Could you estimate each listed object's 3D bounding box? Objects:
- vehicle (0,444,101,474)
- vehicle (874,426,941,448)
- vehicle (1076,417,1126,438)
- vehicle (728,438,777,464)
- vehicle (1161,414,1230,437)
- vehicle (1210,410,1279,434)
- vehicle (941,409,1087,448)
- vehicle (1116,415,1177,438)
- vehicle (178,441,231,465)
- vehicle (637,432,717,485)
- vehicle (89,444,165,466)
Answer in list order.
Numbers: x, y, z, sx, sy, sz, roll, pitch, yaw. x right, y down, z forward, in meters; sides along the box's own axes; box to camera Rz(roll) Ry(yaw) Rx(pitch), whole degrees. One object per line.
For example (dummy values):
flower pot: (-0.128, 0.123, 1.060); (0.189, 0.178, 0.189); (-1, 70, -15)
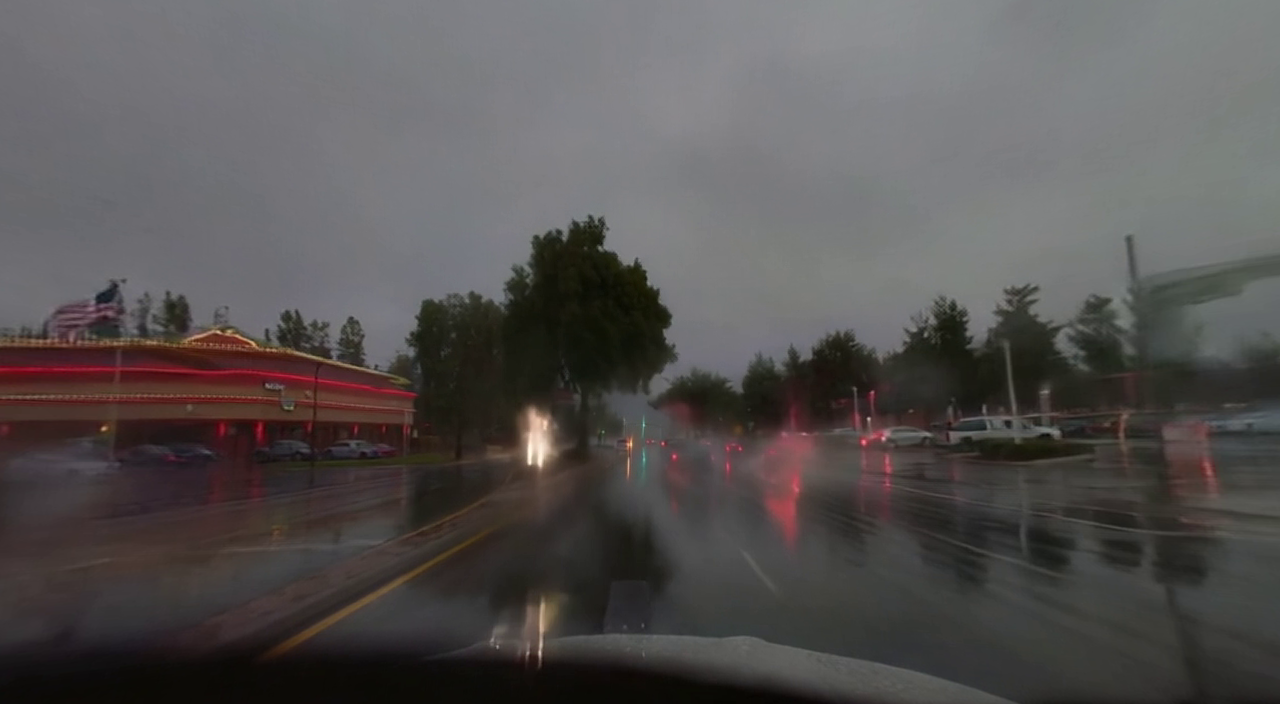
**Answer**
vehicle: (-33.623, 6.025, 35.653); (4.214, 1.609, 2.092); (0, -8, -2)
vehicle: (19.798, 6.307, 46.801); (4.059, 1.563, 1.995); (1, -8, -2)
vehicle: (33.164, 5.475, 45.420); (1.798, 1.409, 3.938); (-3, -9, 20)
vehicle: (6.761, 5.979, 38.324); (2.016, 1.479, 4.532); (0, -8, -1)
vehicle: (38.197, 5.094, 43.441); (1.864, 1.432, 4.186); (-3, -9, 16)
vehicle: (40.859, 4.732, 42.417); (1.920, 1.478, 4.241); (-2, -9, 16)
vehicle: (19.517, 4.051, 33.123); (6.173, 1.962, 2.208); (0, -9, 0)
vehicle: (35.582, 5.288, 44.395); (1.847, 1.424, 4.455); (-3, -9, 19)
vehicle: (-32.300, 7.426, 46.686); (5.148, 1.674, 2.163); (-8, -11, 44)
vehicle: (1.019, 3.356, 20.152); (2.091, 1.472, 4.697); (0, -8, -2)
vehicle: (-37.240, 7.478, 45.865); (1.734, 1.425, 4.447); (0, -7, 1)
